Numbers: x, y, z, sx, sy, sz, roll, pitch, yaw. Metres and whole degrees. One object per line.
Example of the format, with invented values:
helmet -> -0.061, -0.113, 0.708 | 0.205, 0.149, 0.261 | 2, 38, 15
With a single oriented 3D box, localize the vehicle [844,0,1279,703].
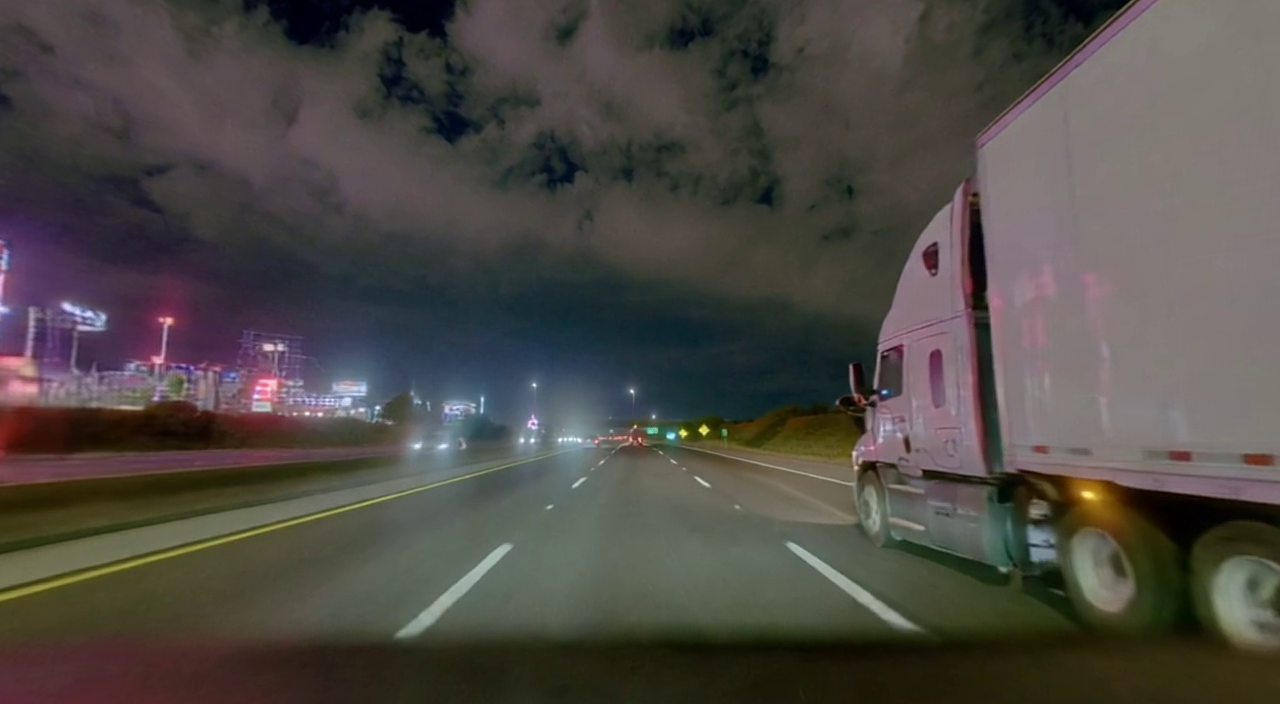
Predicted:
vehicle -> 3.761, -0.055, 3.564 | 3.027, 3.796, 6.035 | 0, -8, -1

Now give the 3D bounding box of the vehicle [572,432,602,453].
vehicle -> -3.909, 6.709, 46.773 | 1.930, 1.484, 3.849 | 0, -8, -1

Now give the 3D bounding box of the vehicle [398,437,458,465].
vehicle -> -12.285, 5.737, 36.753 | 1.910, 1.478, 4.655 | 0, -8, 0
